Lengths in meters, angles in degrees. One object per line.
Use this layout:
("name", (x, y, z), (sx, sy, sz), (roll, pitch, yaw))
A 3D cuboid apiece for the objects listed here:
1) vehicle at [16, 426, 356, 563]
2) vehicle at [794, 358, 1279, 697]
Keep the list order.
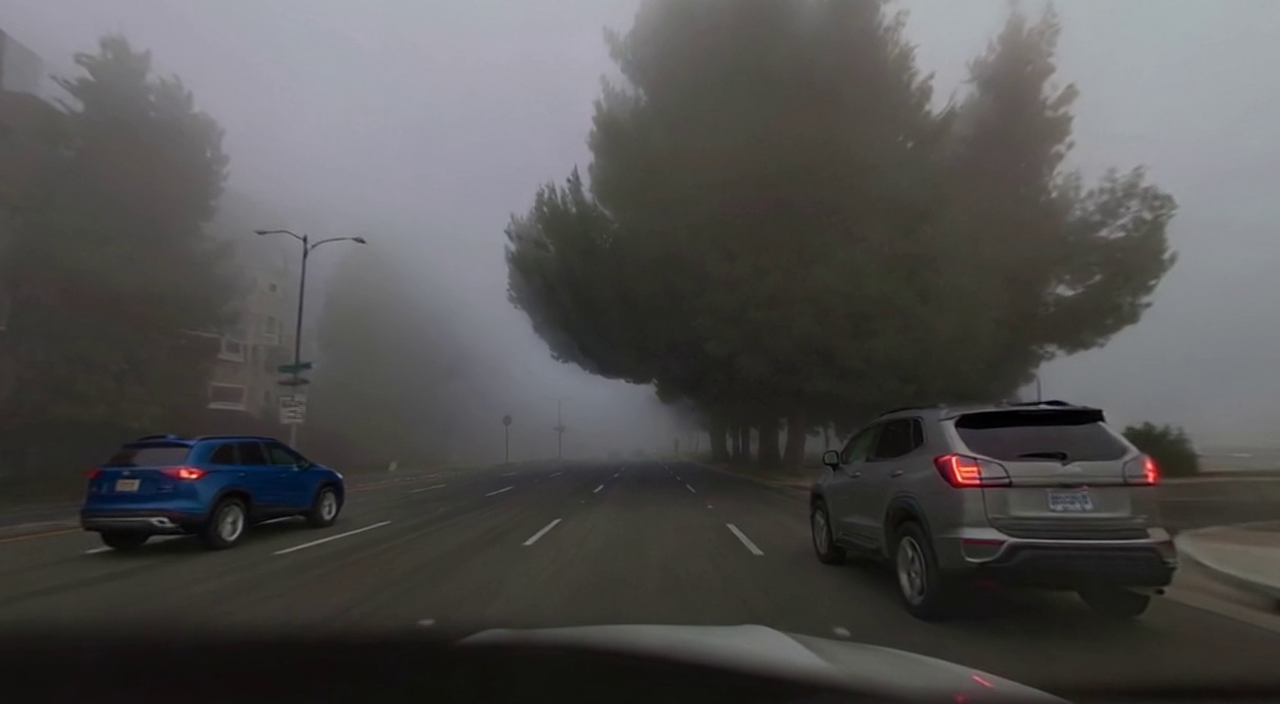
("vehicle", (-6.770, 2.149, 10.351), (2.069, 1.690, 4.837), (0, -9, -2))
("vehicle", (2.993, 1.259, 5.674), (2.047, 1.768, 4.607), (0, -9, 0))
